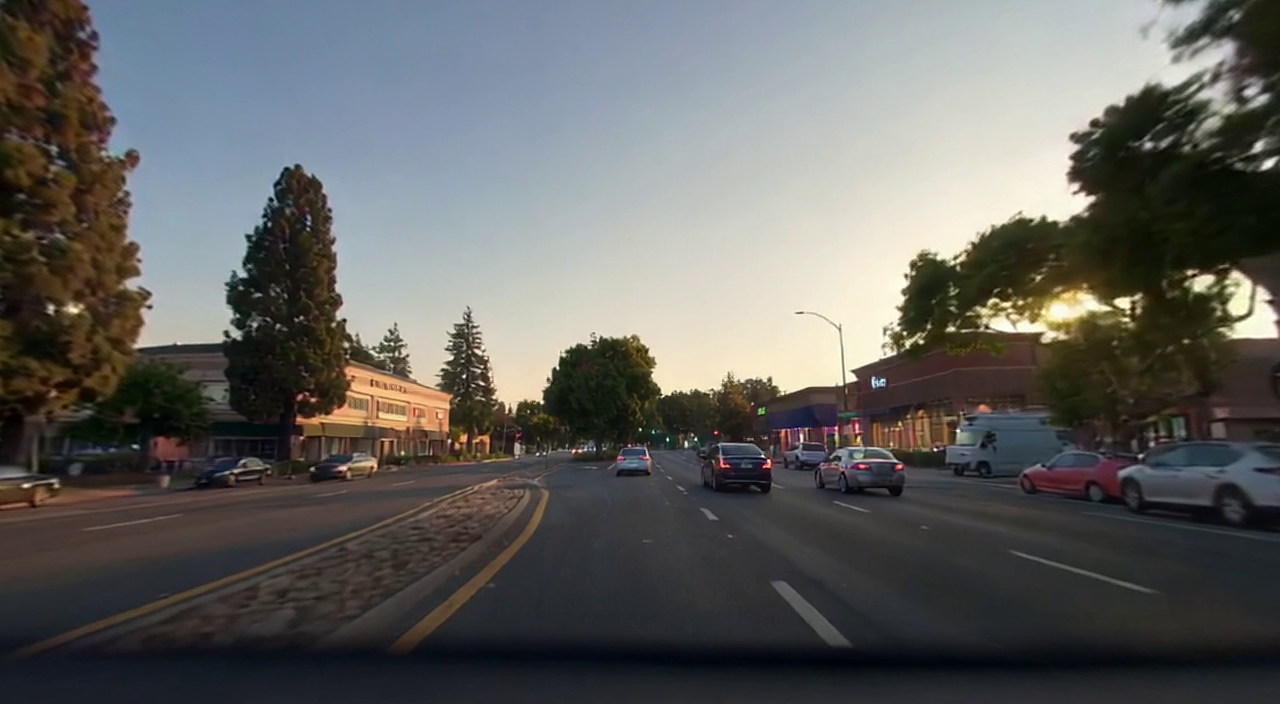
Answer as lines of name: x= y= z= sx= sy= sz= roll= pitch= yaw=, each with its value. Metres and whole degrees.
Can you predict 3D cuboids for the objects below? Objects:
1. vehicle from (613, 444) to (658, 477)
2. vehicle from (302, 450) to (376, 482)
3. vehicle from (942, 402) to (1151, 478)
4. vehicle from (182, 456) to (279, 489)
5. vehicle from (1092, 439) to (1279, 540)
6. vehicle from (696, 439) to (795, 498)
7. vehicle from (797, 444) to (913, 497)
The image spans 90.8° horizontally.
vehicle: x=-0.225 y=5.215 z=30.580 sx=2.052 sy=1.461 sz=4.324 roll=0 pitch=-9 yaw=0
vehicle: x=-15.198 y=5.765 z=32.116 sx=1.878 sy=1.481 sz=3.663 roll=-1 pitch=-9 yaw=2
vehicle: x=17.535 y=3.856 z=27.640 sx=7.127 sy=3.093 sz=2.760 roll=0 pitch=-8 yaw=0
vehicle: x=-20.362 y=5.979 z=31.691 sx=1.925 sy=1.454 sz=4.529 roll=0 pitch=-9 yaw=-2
vehicle: x=10.418 y=2.216 z=10.589 sx=2.030 sy=1.479 sz=4.624 roll=0 pitch=-9 yaw=-4
vehicle: x=2.993 y=3.415 z=18.999 sx=2.072 sy=1.545 sz=4.578 roll=0 pitch=-9 yaw=-2
vehicle: x=6.526 y=3.617 z=19.817 sx=1.952 sy=1.449 sz=4.544 roll=0 pitch=-9 yaw=-1
